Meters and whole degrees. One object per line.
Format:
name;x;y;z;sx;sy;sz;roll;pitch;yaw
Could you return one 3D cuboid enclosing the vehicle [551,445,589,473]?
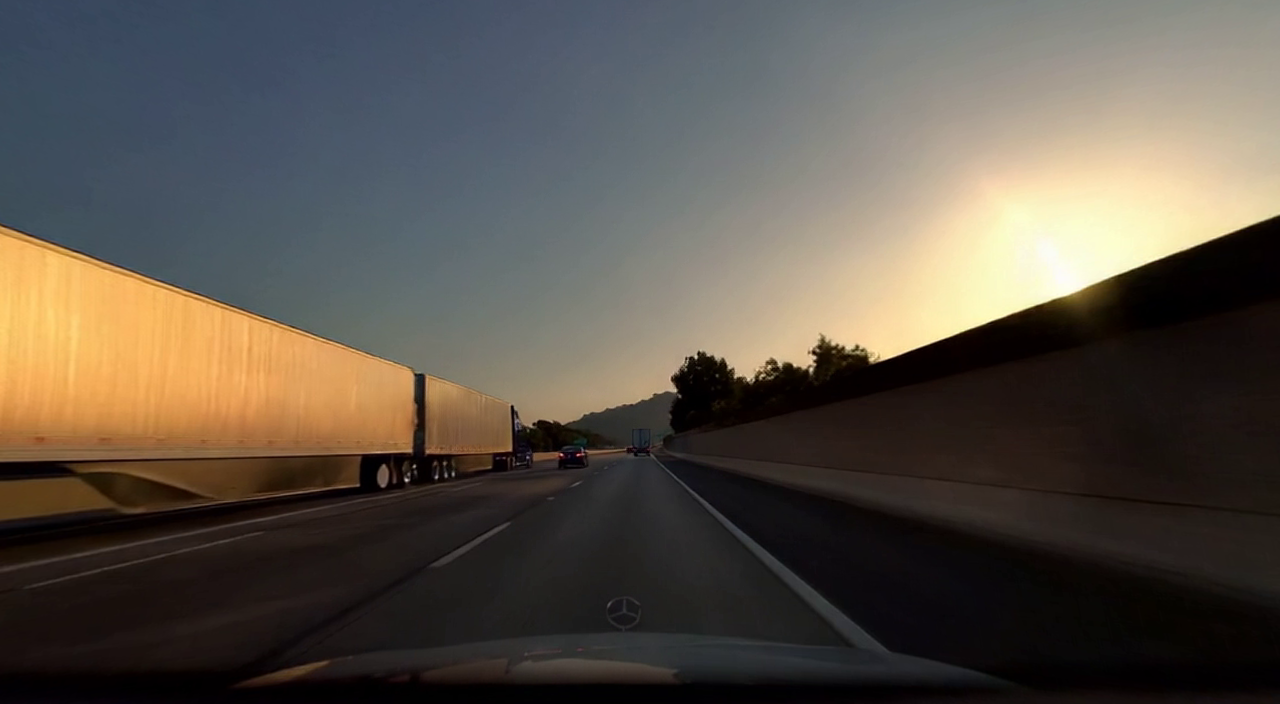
vehicle;-4.146;6.370;37.838;1.880;1.569;3.714;0;-9;-1
